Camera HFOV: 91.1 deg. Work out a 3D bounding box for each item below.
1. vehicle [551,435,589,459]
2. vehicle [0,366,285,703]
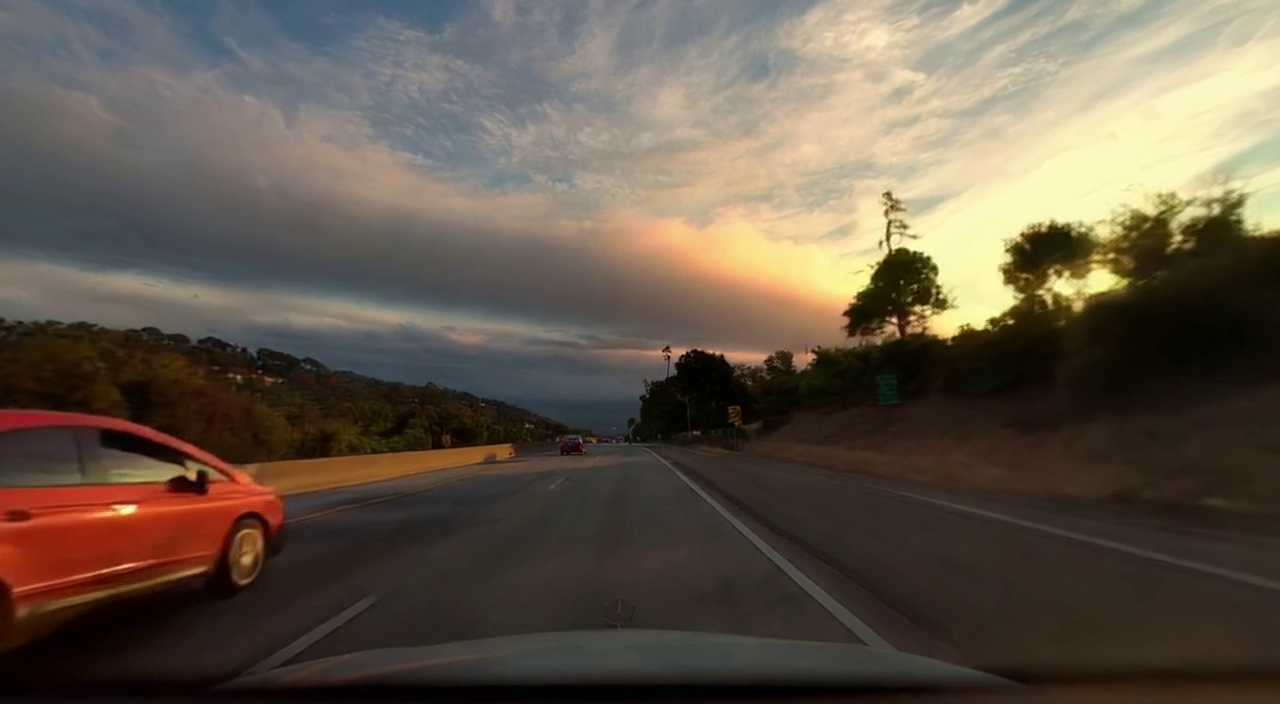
[{"bbox_3d":[-4.509,6.140,40.846,2.063,1.496,4.225,0,-8,-1],"label":"vehicle"},{"bbox_3d":[-4.137,0.920,3.177,2.070,1.647,4.577,0,-8,-1],"label":"vehicle"}]
